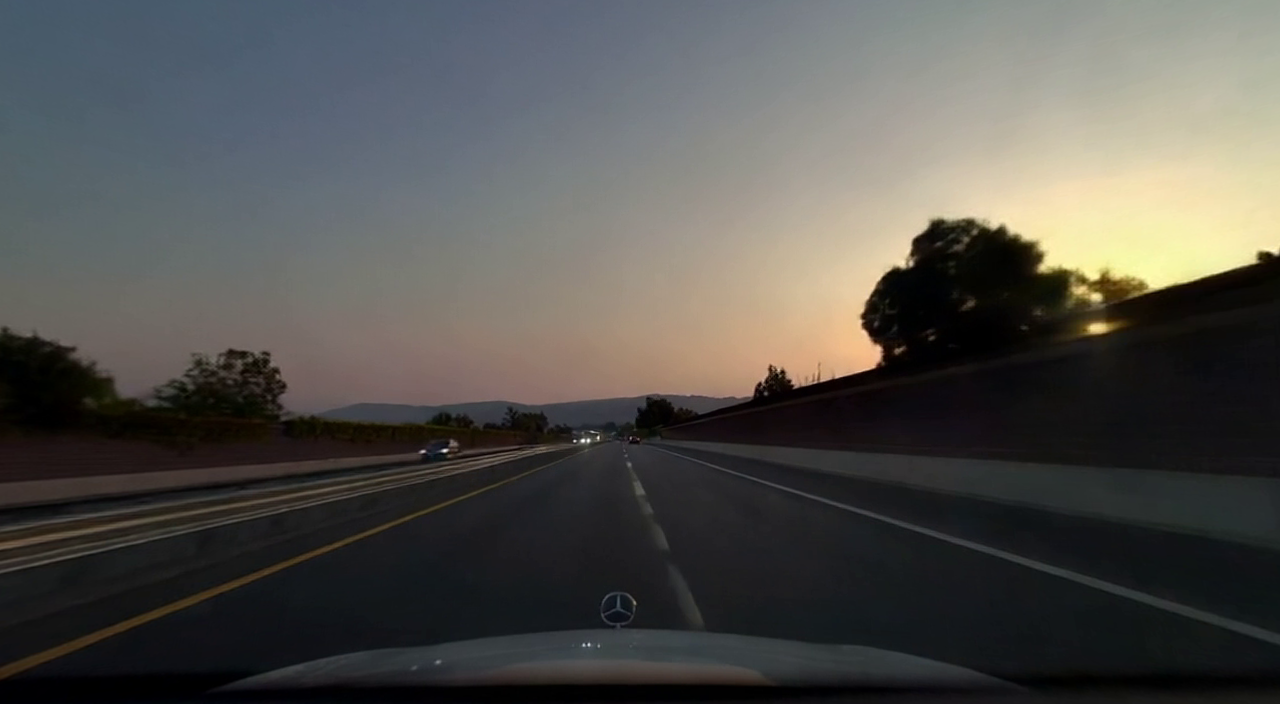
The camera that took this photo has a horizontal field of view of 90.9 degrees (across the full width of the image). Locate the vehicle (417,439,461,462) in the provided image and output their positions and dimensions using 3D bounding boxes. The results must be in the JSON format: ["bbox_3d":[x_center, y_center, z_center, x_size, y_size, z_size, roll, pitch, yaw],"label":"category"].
[{"bbox_3d":[-15.233,7.474,48.116,2.023,1.584,4.514,0,-8,-2],"label":"vehicle"}]
